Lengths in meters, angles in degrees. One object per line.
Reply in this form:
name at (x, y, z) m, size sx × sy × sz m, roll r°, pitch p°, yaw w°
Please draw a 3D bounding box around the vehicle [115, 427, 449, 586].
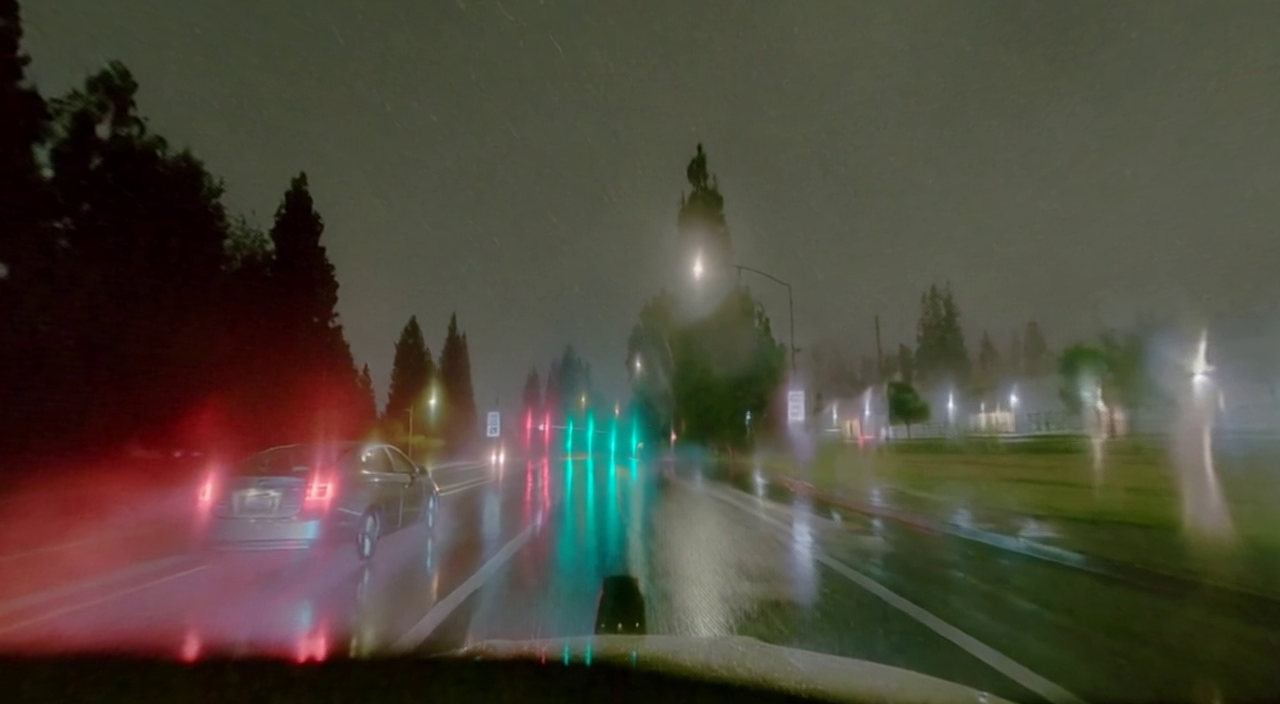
vehicle at (-4.151, 1.831, 8.364) m, size 1.915 × 1.521 × 4.283 m, roll 0°, pitch -9°, yaw 0°
